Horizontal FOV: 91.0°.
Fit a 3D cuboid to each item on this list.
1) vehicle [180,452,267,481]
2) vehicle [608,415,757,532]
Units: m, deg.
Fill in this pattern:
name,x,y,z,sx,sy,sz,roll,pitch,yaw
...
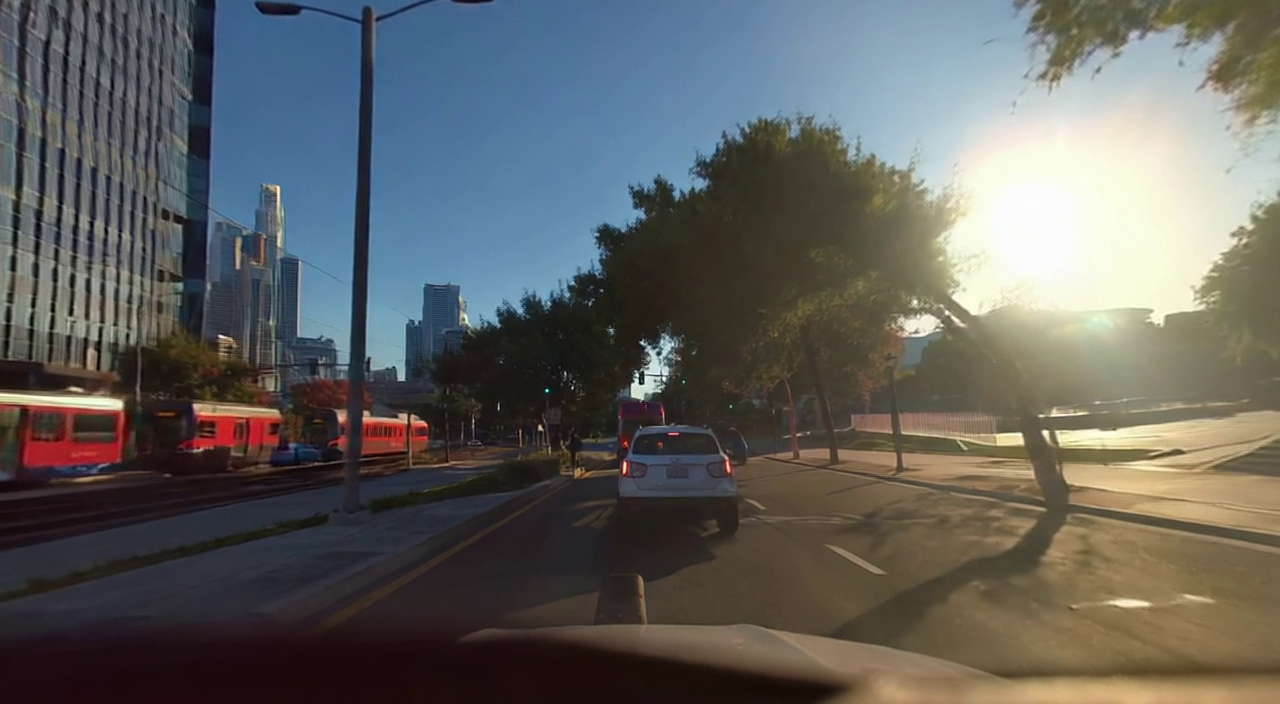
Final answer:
name,x,y,z,sx,sy,sz,roll,pitch,yaw
vehicle,-23.223,6.365,35.371,1.900,1.465,4.781,0,-9,-4
vehicle,0.568,2.094,11.337,2.190,1.684,4.084,0,-9,-1
